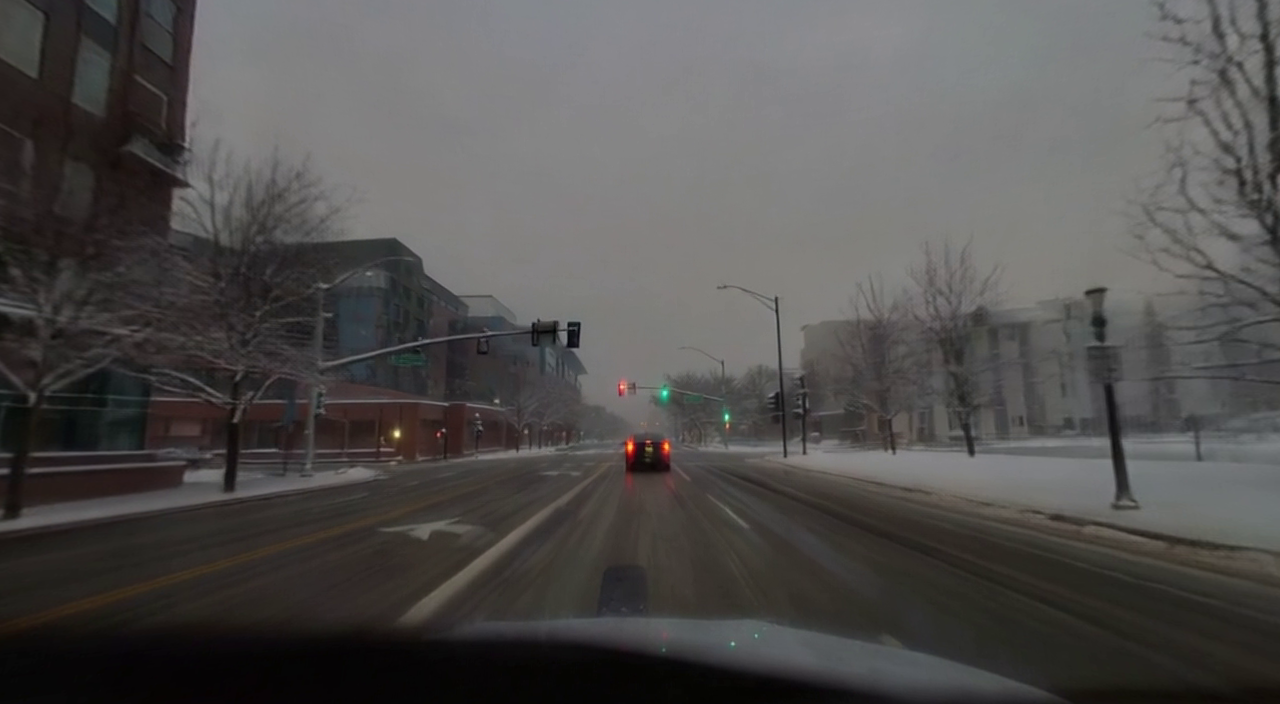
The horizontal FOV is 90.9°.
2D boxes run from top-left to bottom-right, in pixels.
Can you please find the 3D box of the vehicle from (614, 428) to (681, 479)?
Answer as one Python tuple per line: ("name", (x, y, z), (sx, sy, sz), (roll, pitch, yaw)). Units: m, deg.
("vehicle", (0.218, 3.626, 22.701), (2.184, 1.640, 4.086), (0, -8, 0))
